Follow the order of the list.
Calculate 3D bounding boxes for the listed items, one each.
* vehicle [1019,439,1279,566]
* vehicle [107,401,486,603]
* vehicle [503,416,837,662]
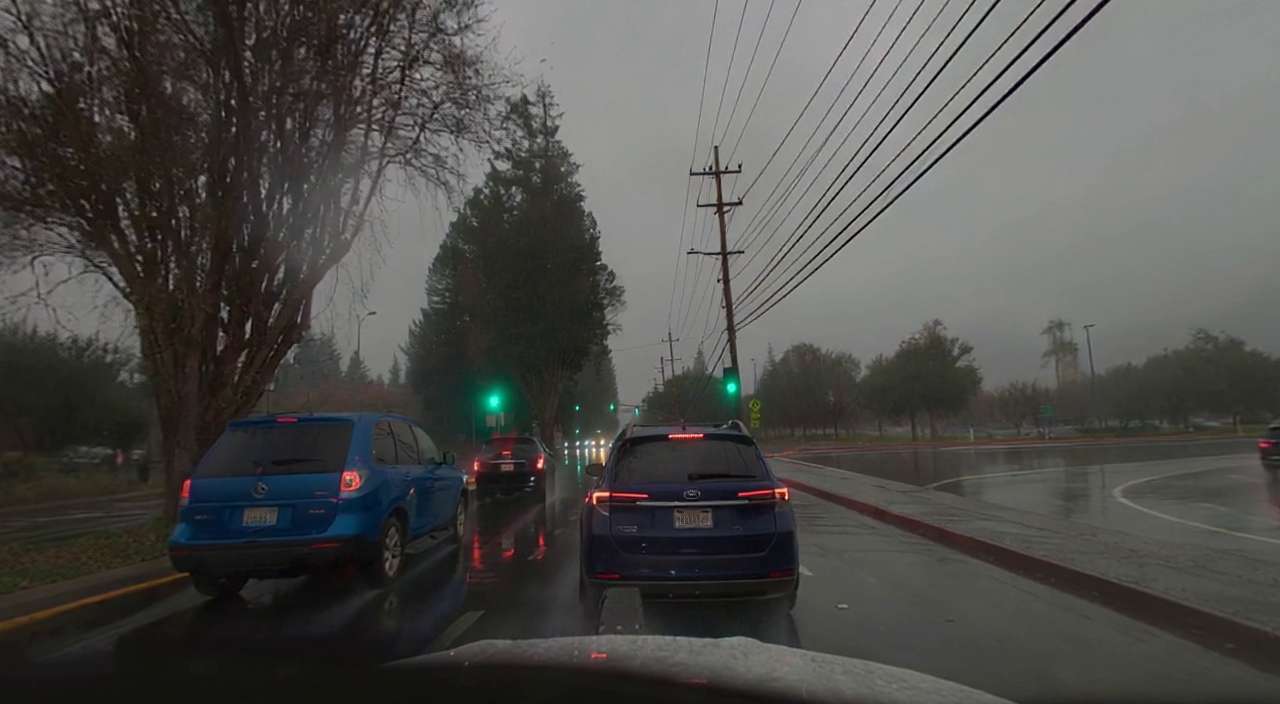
[{"bbox_3d":[8.383,2.149,9.921,1.993,1.508,4.521,0,-9,-1],"label":"vehicle"},{"bbox_3d":[-3.470,1.606,7.639,2.105,1.706,4.337,0,-9,0],"label":"vehicle"},{"bbox_3d":[0.117,1.446,5.964,2.056,1.487,4.003,0,-9,-2],"label":"vehicle"}]
